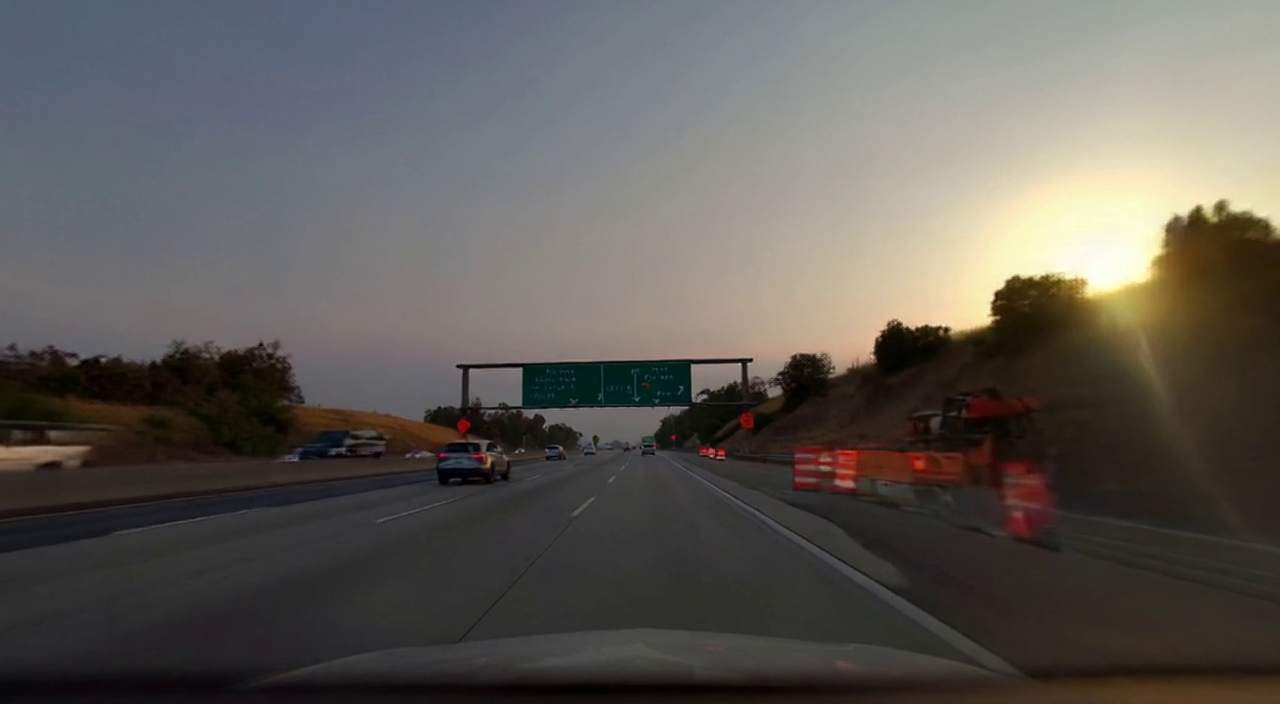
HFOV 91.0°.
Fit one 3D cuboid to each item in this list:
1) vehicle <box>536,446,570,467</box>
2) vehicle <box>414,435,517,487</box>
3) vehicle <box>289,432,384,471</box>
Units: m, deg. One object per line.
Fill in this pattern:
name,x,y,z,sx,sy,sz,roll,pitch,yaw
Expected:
vehicle,-6.562,7.900,47.961,1.895,1.506,4.245,0,-9,1
vehicle,-6.281,3.990,23.338,2.402,1.733,4.512,0,-9,2
vehicle,-18.437,6.097,38.765,2.592,2.186,6.335,0,-9,1
